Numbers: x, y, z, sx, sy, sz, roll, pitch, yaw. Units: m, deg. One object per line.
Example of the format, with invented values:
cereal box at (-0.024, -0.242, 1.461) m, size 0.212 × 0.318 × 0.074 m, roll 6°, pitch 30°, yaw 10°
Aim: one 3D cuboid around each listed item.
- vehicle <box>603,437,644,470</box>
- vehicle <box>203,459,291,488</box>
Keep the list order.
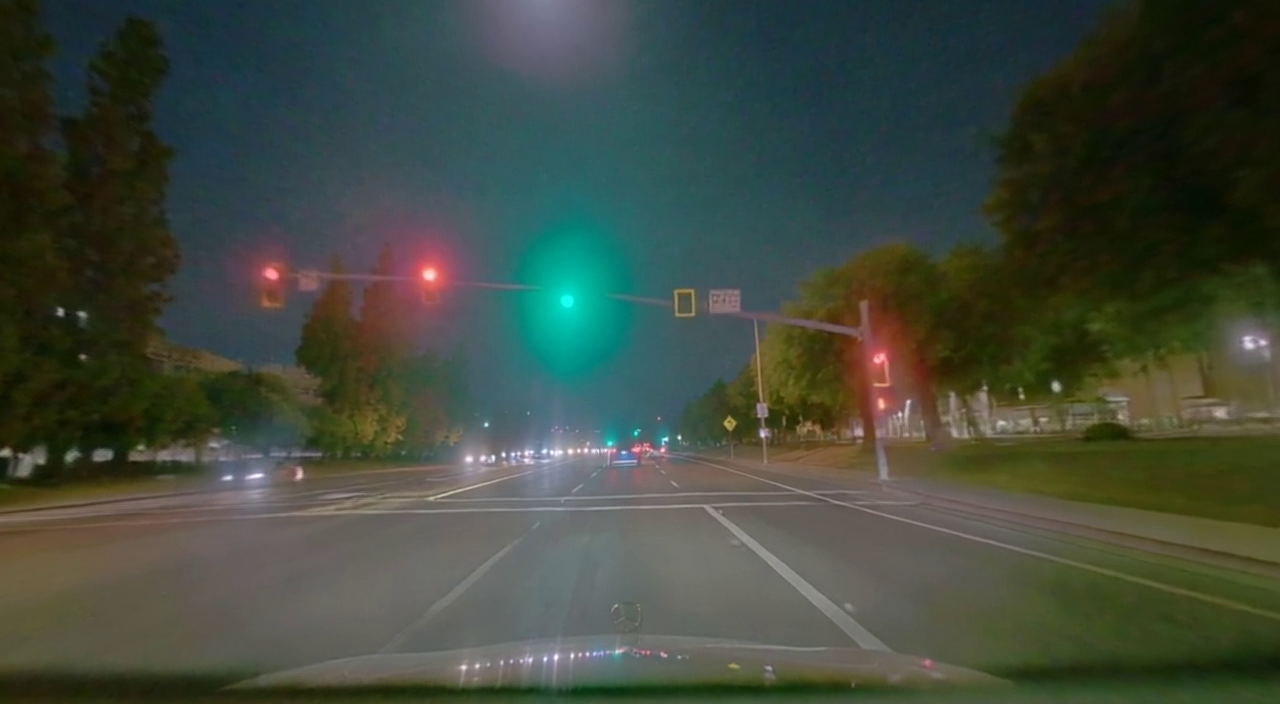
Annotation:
vehicle at (-0.877, 5.711, 35.620) m, size 2.174 × 1.703 × 4.231 m, roll 0°, pitch -9°, yaw 0°
vehicle at (-22.685, 7.013, 36.703) m, size 1.961 × 1.486 × 4.853 m, roll 0°, pitch -9°, yaw 0°
